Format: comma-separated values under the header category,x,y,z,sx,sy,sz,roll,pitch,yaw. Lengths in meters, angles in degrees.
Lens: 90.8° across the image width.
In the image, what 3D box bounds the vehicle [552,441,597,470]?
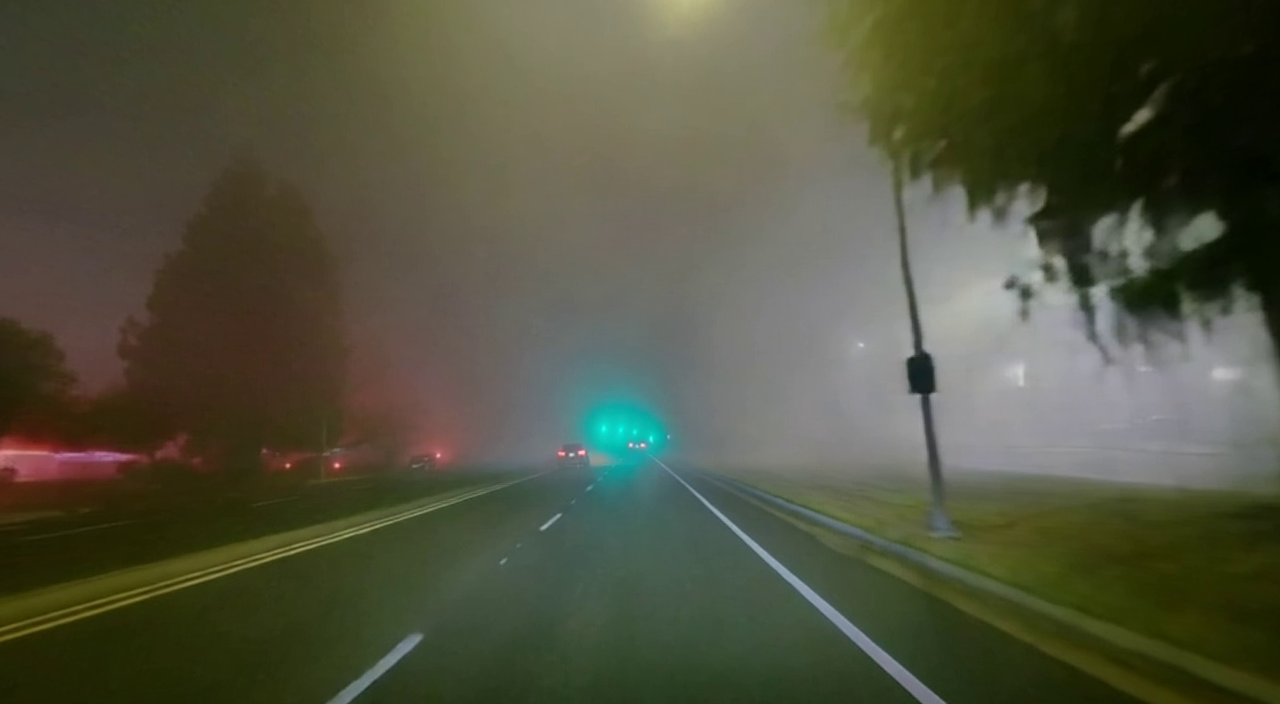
category,x,y,z,sx,sy,sz,roll,pitch,yaw
vehicle,-3.502,5.639,34.554,1.992,1.447,4.044,0,-8,0

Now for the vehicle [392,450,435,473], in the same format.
category,x,y,z,sx,sy,sz,roll,pitch,yaw
vehicle,-17.777,8.601,49.793,1.900,1.474,4.431,-4,-7,-2
